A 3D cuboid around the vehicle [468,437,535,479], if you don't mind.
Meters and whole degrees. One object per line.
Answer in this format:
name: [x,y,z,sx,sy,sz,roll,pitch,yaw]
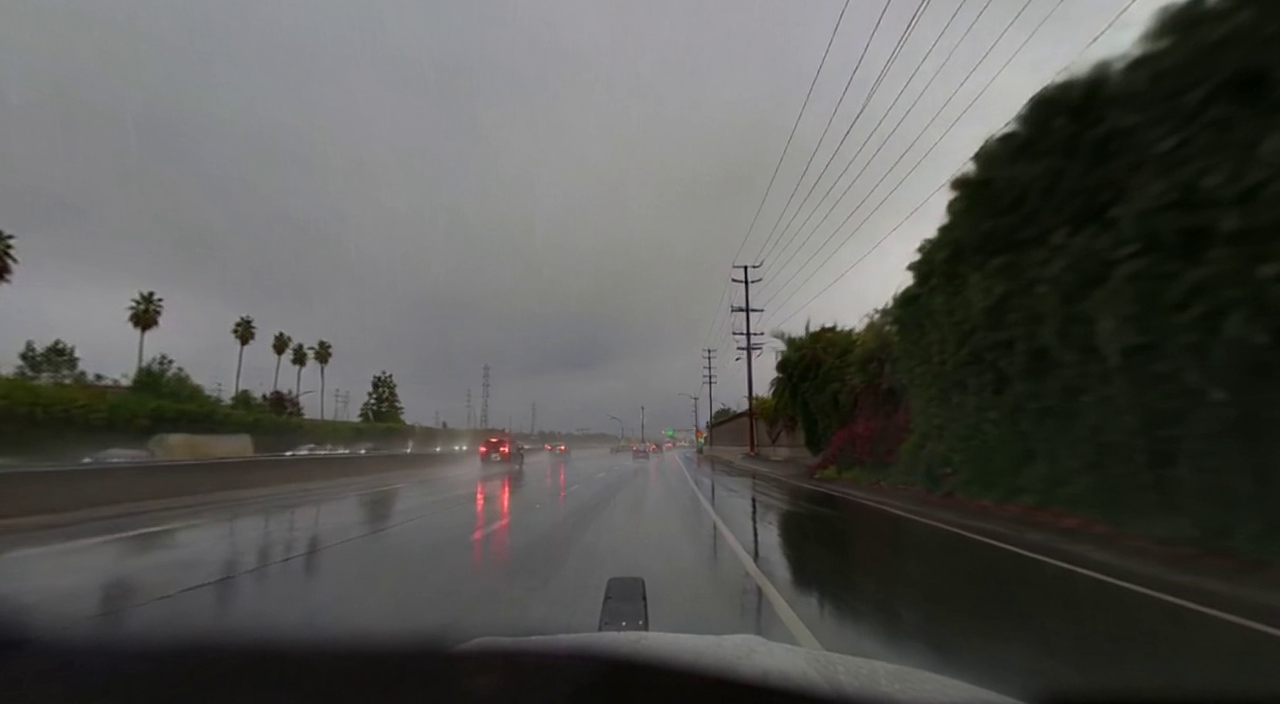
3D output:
vehicle: [-5.763,4.427,26.656,2.029,1.609,3.935,0,-8,-2]
